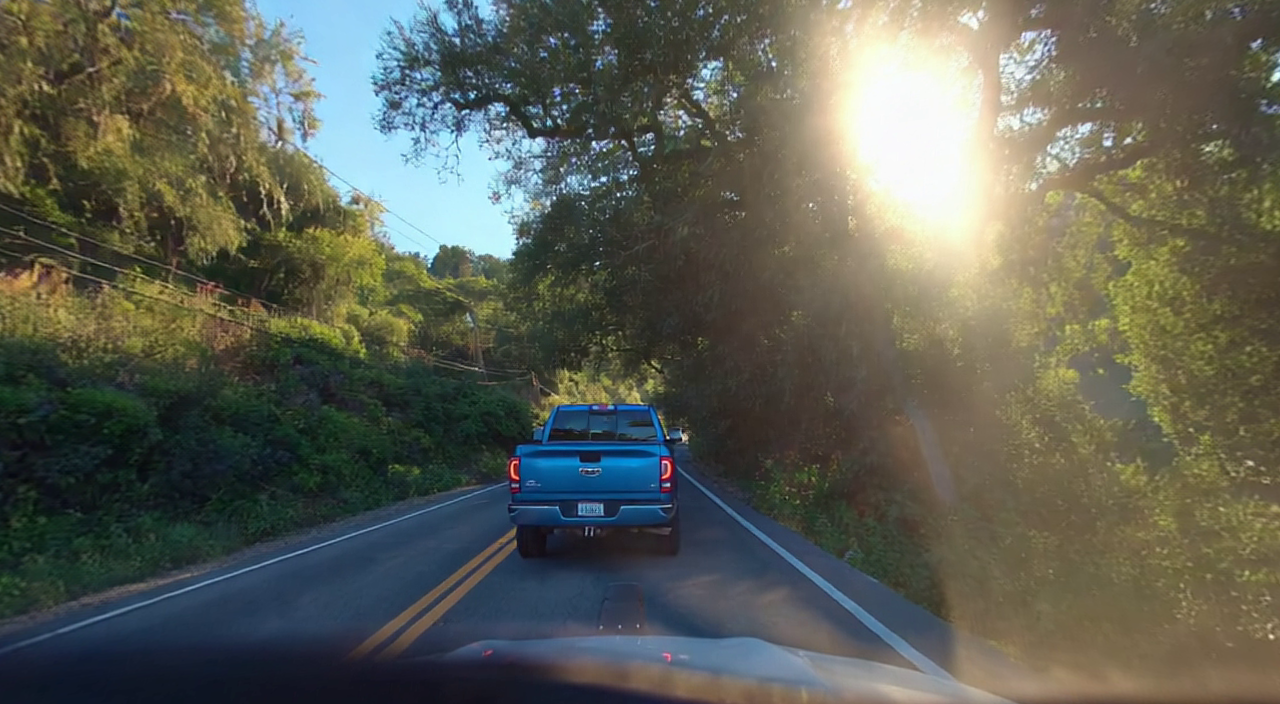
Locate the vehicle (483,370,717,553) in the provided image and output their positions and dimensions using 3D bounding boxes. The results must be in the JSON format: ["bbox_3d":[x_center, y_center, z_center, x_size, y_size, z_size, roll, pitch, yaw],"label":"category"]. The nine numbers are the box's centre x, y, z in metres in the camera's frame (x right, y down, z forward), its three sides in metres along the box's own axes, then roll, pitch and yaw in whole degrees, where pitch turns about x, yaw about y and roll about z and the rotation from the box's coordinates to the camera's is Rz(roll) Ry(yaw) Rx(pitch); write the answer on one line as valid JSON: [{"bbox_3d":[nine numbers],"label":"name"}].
[{"bbox_3d":[-0.532,1.758,10.729,2.837,2.223,5.885,0,-8,-1],"label":"vehicle"}]
